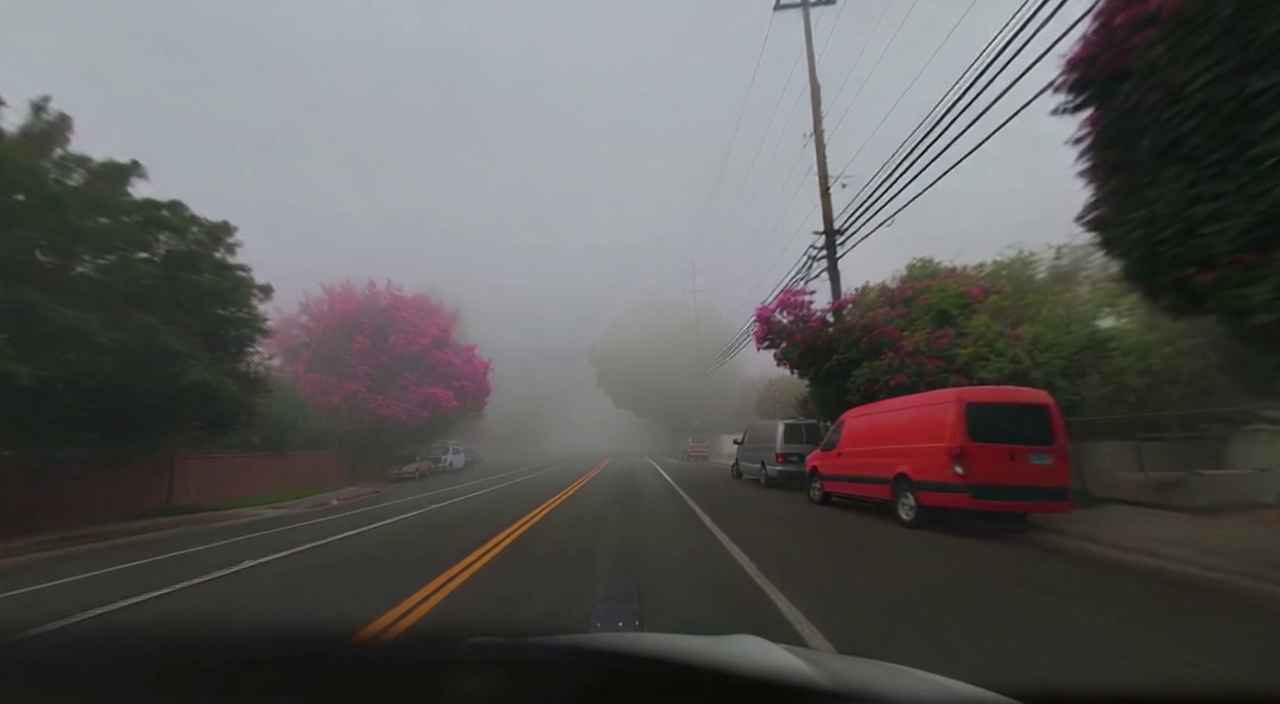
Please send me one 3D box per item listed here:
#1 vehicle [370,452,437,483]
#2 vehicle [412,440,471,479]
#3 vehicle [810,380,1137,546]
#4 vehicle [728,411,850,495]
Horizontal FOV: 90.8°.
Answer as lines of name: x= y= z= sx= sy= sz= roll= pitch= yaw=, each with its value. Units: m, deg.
vehicle: x=-13.479 y=6.577 z=36.367 sx=2.041 sy=1.573 sz=4.575 roll=-1 pitch=-8 yaw=1
vehicle: x=-13.455 y=7.241 z=43.210 sx=2.331 sy=2.265 sz=5.888 roll=-3 pitch=-7 yaw=-2
vehicle: x=5.252 y=1.881 z=11.339 sx=2.335 sy=2.193 sz=5.656 roll=0 pitch=-8 yaw=-5
vehicle: x=4.523 y=3.248 z=20.634 sx=2.578 sy=2.248 sz=7.011 roll=-1 pitch=-8 yaw=3
